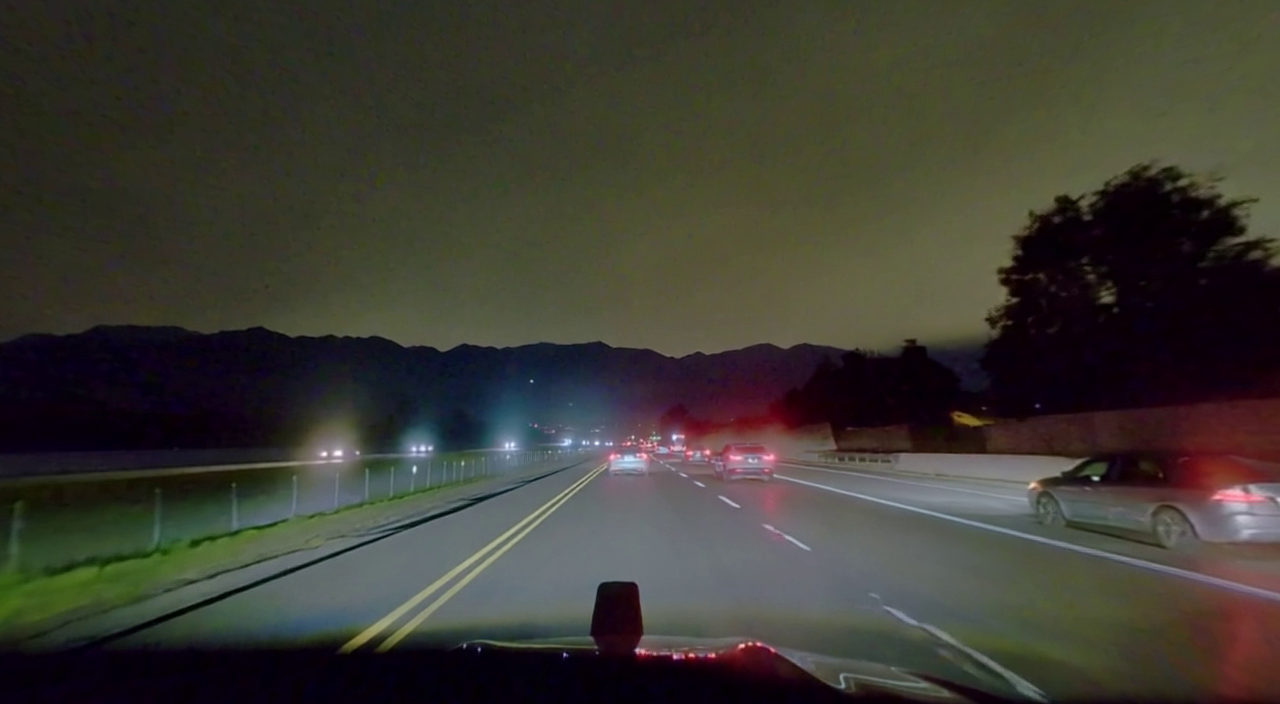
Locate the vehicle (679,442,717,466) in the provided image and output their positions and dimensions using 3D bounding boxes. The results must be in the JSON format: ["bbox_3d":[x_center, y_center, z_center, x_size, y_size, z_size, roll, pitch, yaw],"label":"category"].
[{"bbox_3d":[3.654,6.483,40.165,1.957,1.447,4.241,0,-8,-1],"label":"vehicle"}]

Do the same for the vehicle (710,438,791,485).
[{"bbox_3d":[3.767,3.819,22.254,1.949,1.493,4.272,0,-8,-2],"label":"vehicle"}]

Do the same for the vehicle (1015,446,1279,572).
[{"bbox_3d":[7.619,1.976,8.812,1.910,1.303,4.462,0,-8,-1],"label":"vehicle"}]

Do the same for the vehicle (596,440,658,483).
[{"bbox_3d":[-0.483,4.008,23.353,2.085,1.449,3.860,0,-8,-1],"label":"vehicle"}]
